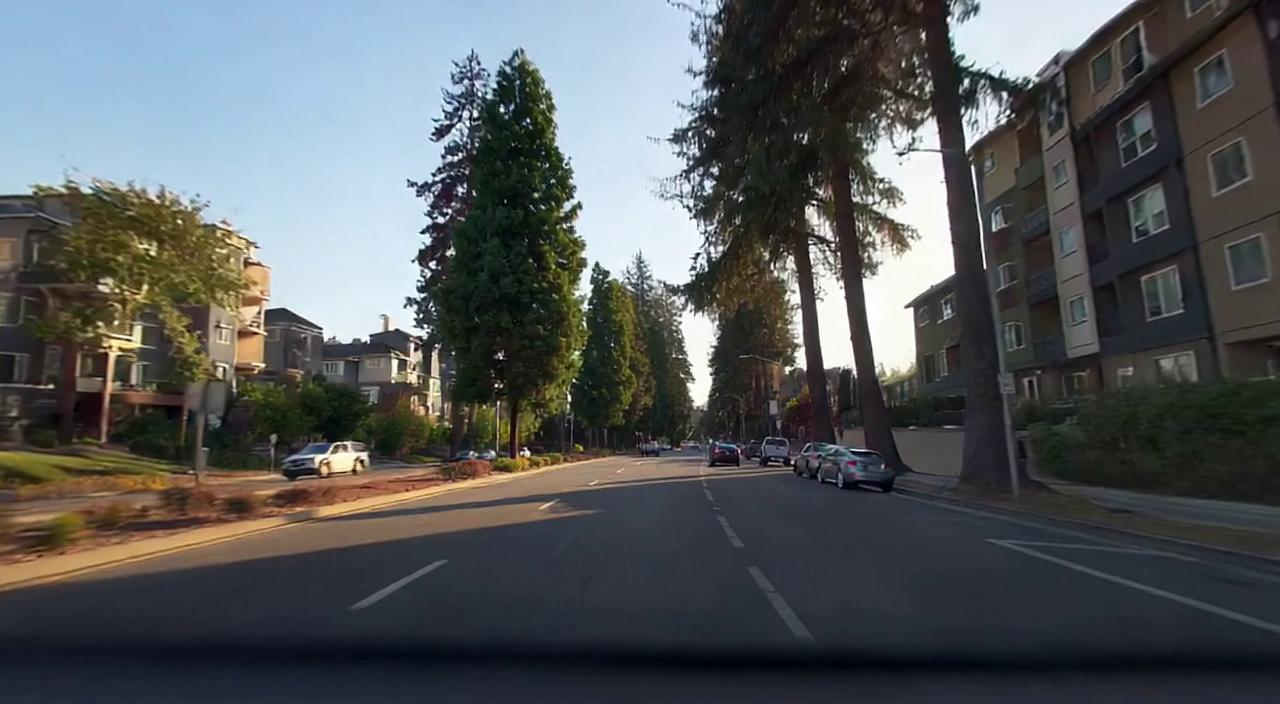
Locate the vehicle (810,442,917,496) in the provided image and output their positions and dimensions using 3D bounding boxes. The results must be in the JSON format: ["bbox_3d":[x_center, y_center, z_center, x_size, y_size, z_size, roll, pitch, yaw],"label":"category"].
[{"bbox_3d":[7.147,3.753,20.783,1.959,1.538,4.953,0,-8,3],"label":"vehicle"}]

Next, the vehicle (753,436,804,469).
[{"bbox_3d":[8.727,6.371,40.190,2.213,1.949,5.907,0,-8,3],"label":"vehicle"}]

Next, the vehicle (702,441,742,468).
[{"bbox_3d":[4.960,6.274,38.803,2.128,1.502,4.572,0,-8,4],"label":"vehicle"}]

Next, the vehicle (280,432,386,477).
[{"bbox_3d":[-14.486,4.872,30.190,2.049,1.933,5.586,0,-8,2],"label":"vehicle"}]
